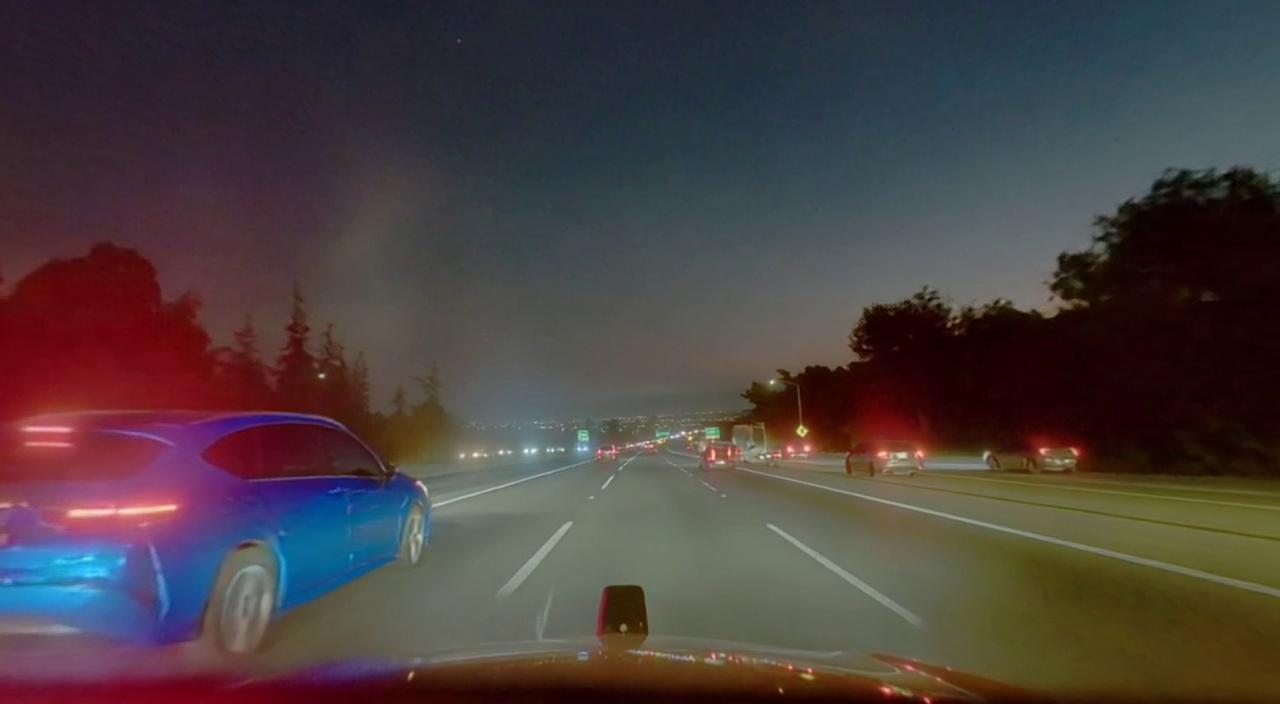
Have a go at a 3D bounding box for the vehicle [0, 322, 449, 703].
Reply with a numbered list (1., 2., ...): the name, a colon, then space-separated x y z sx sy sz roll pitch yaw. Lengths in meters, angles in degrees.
1. vehicle: -3.441 1.152 4.889 2.218 1.764 5.229 0 -9 1

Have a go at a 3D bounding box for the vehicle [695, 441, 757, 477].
1. vehicle: 3.767 4.805 28.584 2.080 1.493 4.674 0 -9 -1

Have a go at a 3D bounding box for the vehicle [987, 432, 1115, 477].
1. vehicle: 20.059 5.038 31.213 2.221 1.995 5.803 0 -9 -3

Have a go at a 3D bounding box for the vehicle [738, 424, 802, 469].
1. vehicle: 8.036 5.924 39.571 2.729 2.628 4.875 0 -9 -2
